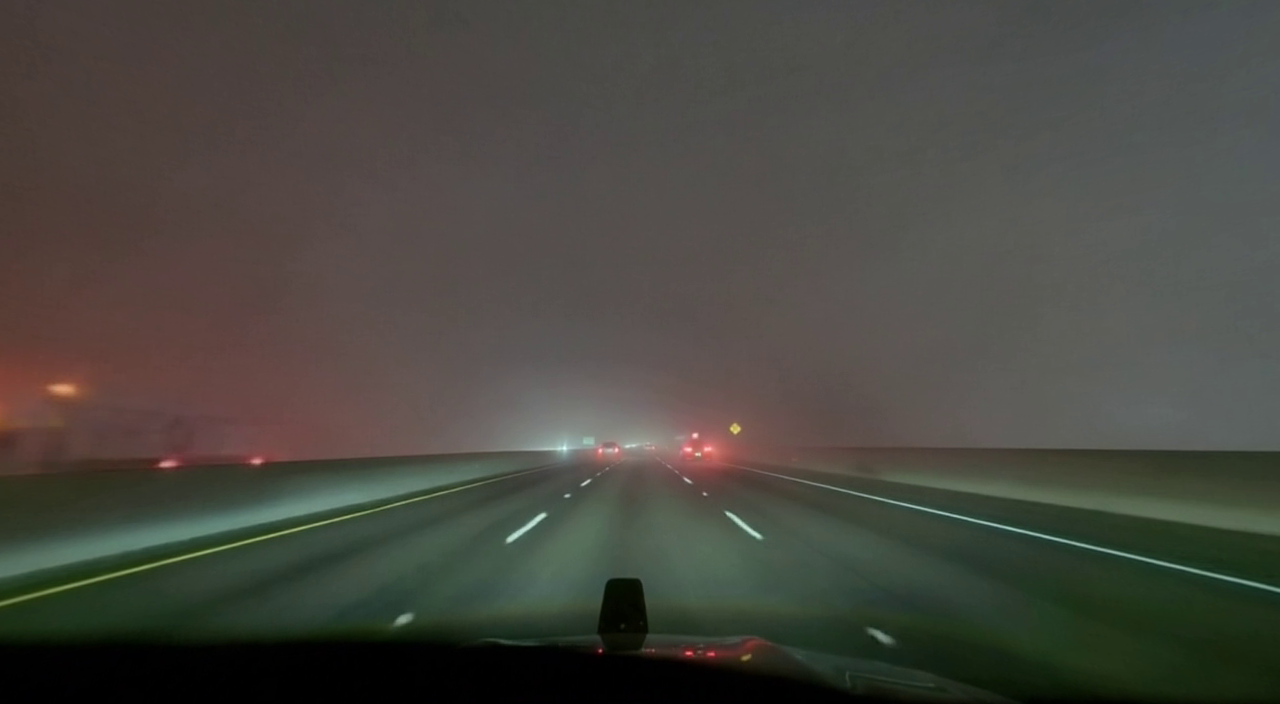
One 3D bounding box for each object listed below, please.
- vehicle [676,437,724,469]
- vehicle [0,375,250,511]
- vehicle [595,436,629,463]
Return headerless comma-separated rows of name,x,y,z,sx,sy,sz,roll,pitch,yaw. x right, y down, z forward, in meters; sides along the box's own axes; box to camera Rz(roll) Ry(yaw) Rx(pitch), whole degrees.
vehicle,3.262,5.603,34.947,2.202,1.682,4.188,0,-8,0
vehicle,-21.114,3.561,24.338,3.003,4.108,14.055,0,-8,0
vehicle,-2.138,7.628,49.194,2.291,2.052,4.887,0,-9,1
